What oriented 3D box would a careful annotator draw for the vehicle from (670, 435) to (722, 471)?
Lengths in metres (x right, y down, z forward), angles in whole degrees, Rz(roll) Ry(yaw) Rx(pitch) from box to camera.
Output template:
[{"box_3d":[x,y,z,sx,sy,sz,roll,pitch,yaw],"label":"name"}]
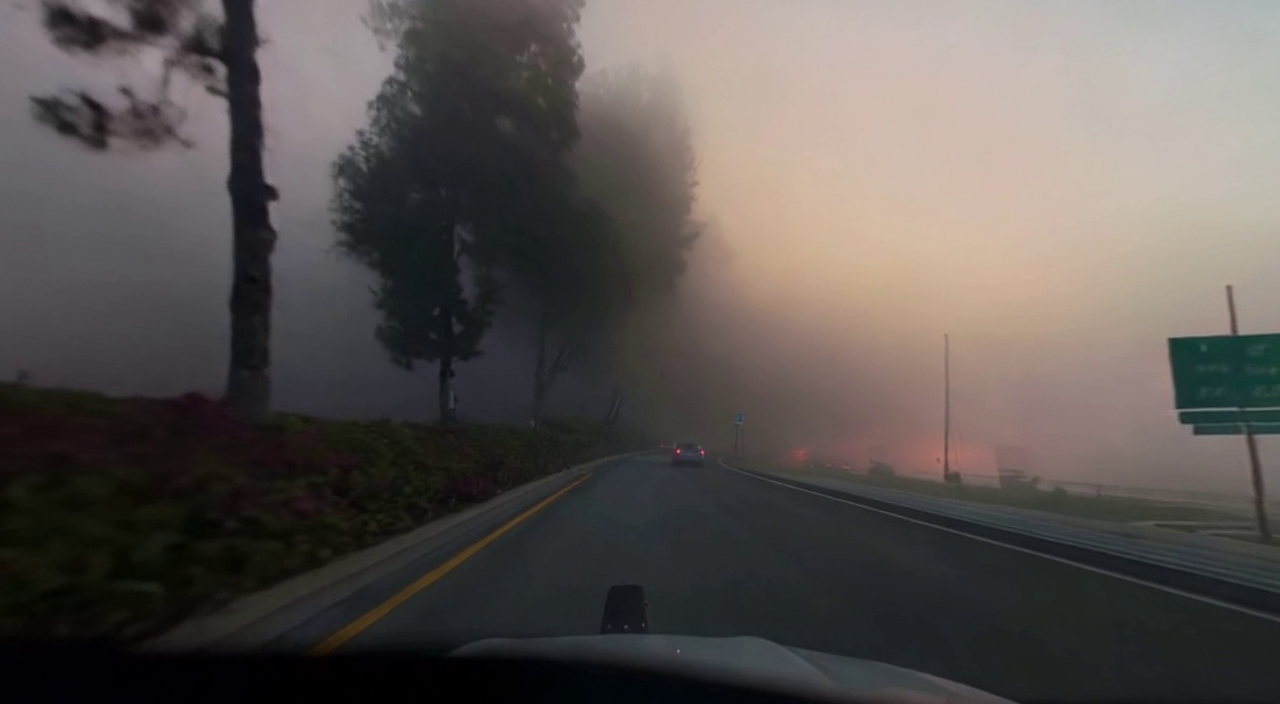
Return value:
[{"box_3d":[2.436,4.529,28.554,1.956,1.473,4.640,0,-8,0],"label":"vehicle"}]
